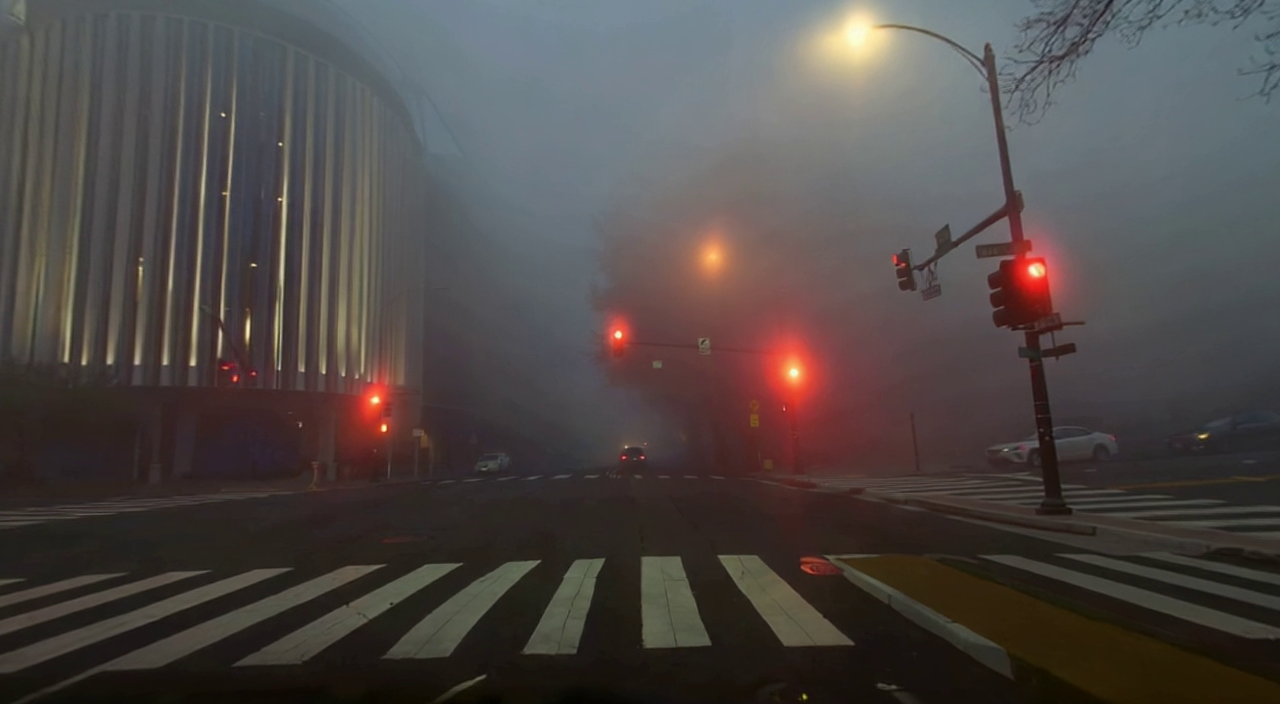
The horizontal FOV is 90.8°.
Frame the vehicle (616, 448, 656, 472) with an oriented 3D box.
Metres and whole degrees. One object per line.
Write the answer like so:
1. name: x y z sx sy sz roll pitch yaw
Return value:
1. vehicle: -0.201 6.965 41.084 2.088 1.452 4.833 -1 -8 6
